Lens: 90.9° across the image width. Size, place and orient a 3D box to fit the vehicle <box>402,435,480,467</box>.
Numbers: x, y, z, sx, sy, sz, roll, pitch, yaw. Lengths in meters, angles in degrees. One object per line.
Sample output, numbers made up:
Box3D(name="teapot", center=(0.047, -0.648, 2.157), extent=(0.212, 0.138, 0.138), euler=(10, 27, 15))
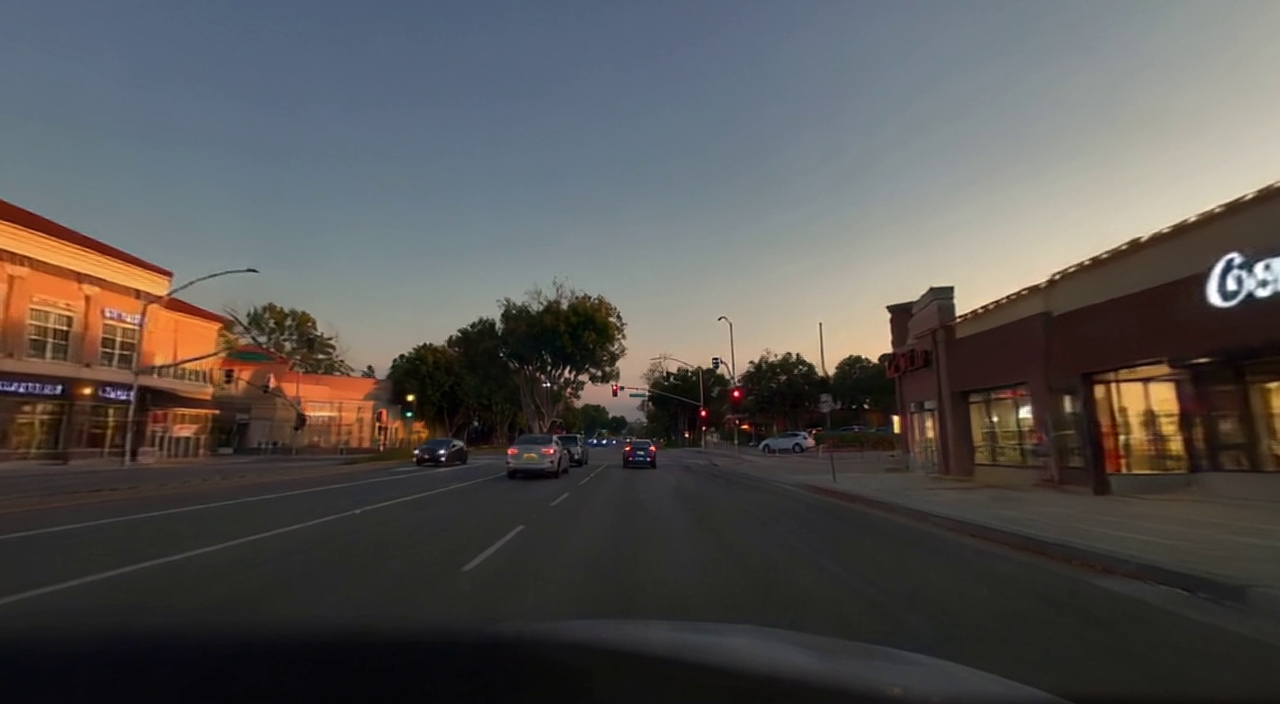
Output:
Box3D(name="vehicle", center=(-9.631, 4.832, 30.921), extent=(2.096, 1.474, 4.585), euler=(-1, -8, 3))

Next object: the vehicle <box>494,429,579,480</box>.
Box3D(name="vehicle", center=(-3.344, 3.437, 21.314), extent=(2.029, 1.517, 4.375), euler=(0, -8, 1))

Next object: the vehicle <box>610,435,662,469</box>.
Box3D(name="vehicle", center=(-0.113, 4.692, 29.886), extent=(2.258, 1.507, 3.896), euler=(-1, -8, 2))
